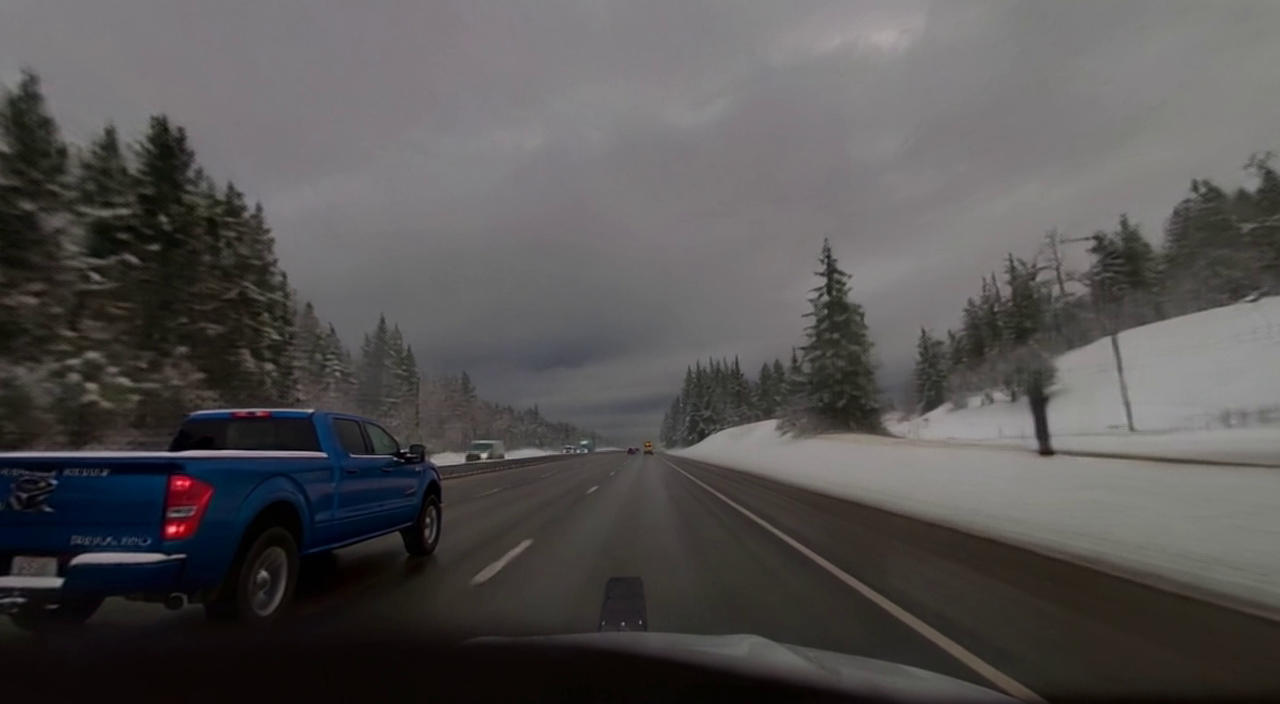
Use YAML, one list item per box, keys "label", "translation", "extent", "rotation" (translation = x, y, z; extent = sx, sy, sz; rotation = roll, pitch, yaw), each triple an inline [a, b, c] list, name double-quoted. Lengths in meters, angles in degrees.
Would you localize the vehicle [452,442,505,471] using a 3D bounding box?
- label: "vehicle"
  translation: [-11.545, 7.488, 45.499]
  extent: [2.263, 1.924, 5.585]
  rotation: [-1, -8, 1]
